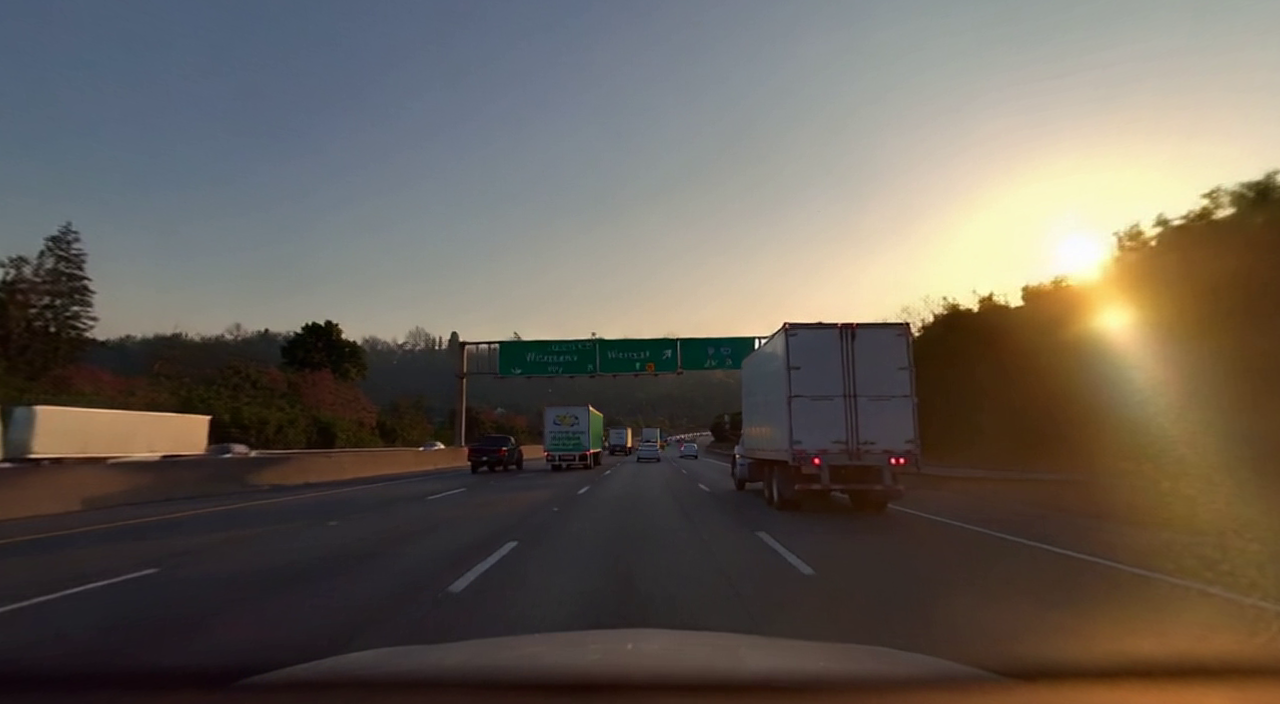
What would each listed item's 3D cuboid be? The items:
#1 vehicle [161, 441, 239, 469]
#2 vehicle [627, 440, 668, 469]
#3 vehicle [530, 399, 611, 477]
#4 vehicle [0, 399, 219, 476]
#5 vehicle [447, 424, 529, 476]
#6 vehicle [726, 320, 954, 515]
[{"bbox_3d":[-31.131,7.298,44.793,1.993,1.892,4.736,0,-8,1],"label":"vehicle"},{"bbox_3d":[0.424,5.596,34.533,2.105,1.502,4.068,0,-8,1],"label":"vehicle"},{"bbox_3d":[-3.042,4.095,29.760,2.745,3.156,7.608,0,-8,2],"label":"vehicle"},{"bbox_3d":[-35.305,5.825,42.263,2.870,4.177,16.369,0,-8,1],"label":"vehicle"},{"bbox_3d":[-6.944,4.582,29.585,2.322,2.195,5.556,0,-8,1],"label":"vehicle"},{"bbox_3d":[4.047,1.698,15.064,2.895,3.484,7.631,0,-8,0],"label":"vehicle"}]
